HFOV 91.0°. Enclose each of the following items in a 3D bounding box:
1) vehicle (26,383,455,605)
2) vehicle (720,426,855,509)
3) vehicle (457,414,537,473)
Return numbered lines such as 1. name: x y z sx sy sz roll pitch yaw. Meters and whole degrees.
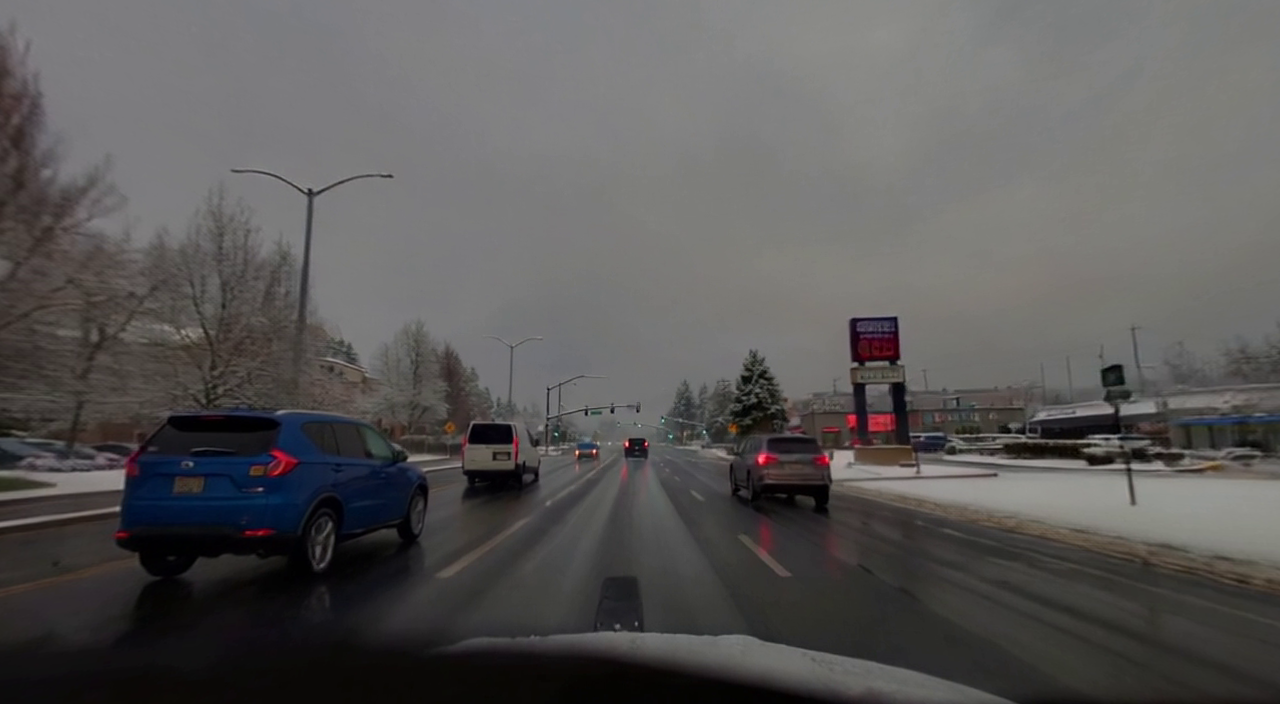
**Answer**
1. vehicle: -3.824 1.453 7.235 2.038 1.748 4.303 0 -9 0
2. vehicle: 3.542 2.899 16.232 2.167 1.792 4.835 1 -9 -2
3. vehicle: -6.812 4.516 30.946 2.863 2.592 6.410 1 -9 -4
